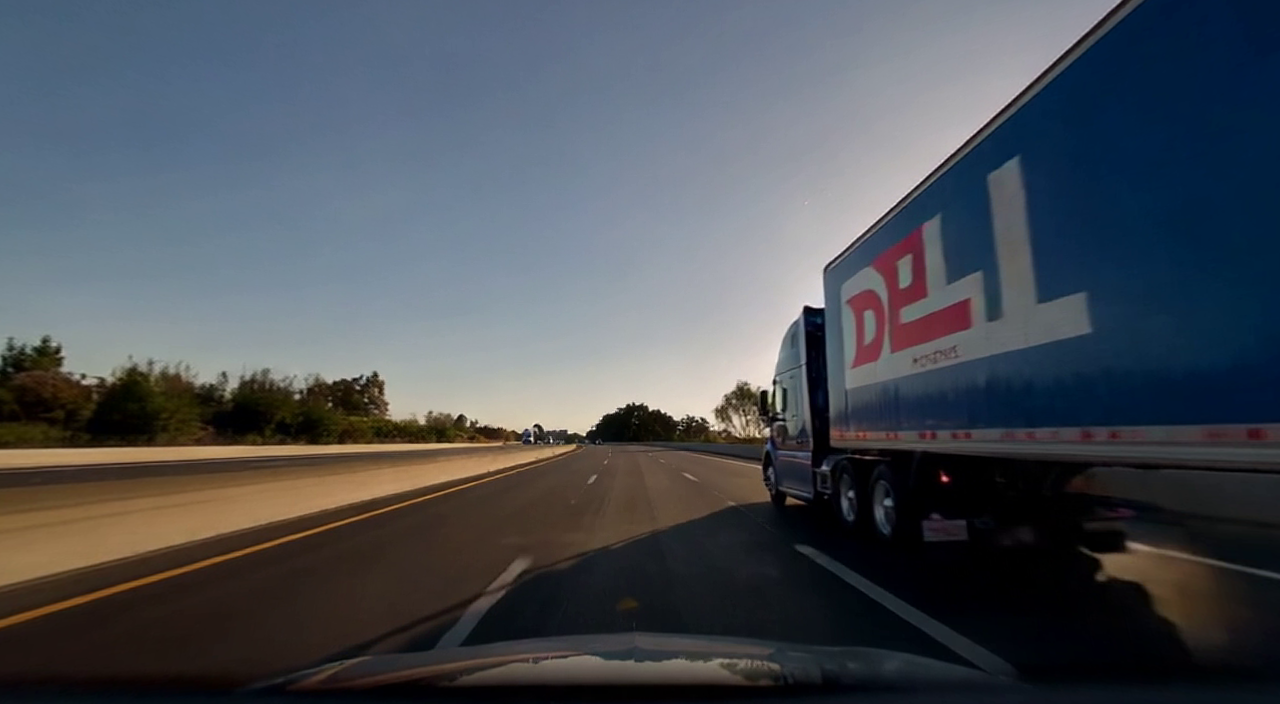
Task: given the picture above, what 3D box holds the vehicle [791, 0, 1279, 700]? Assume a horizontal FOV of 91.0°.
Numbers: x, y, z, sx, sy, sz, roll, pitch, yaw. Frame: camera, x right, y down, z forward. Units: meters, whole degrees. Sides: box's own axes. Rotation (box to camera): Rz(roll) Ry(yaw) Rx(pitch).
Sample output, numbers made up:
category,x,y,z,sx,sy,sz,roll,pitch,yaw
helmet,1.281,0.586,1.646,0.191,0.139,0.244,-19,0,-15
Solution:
category,x,y,z,sx,sy,sz,roll,pitch,yaw
vehicle,4.701,0.360,7.671,3.041,4.012,10.162,0,-8,-1
